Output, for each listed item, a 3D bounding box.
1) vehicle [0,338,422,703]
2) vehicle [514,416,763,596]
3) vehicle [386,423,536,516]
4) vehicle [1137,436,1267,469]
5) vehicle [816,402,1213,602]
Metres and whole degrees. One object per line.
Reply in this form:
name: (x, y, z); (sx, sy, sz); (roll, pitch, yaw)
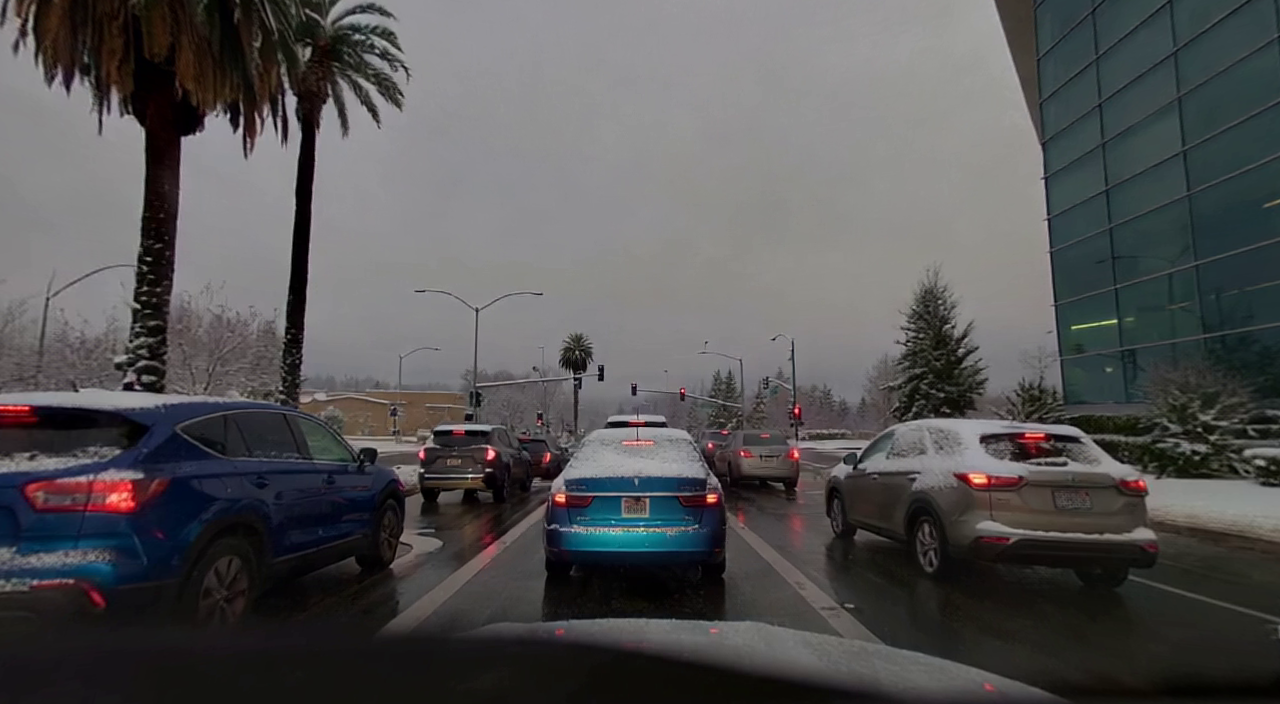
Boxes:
vehicle: (-3.540, 1.135, 5.077); (2.014, 1.775, 4.404); (0, -8, -1)
vehicle: (-0.060, 1.694, 7.855); (2.219, 1.586, 4.321); (0, -8, -1)
vehicle: (-3.479, 2.356, 13.076); (1.917, 1.631, 3.768); (0, -8, 1)
vehicle: (25.445, 4.556, 28.657); (4.014, 1.417, 1.777); (-1, -8, 5)
vehicle: (3.838, 1.615, 7.679); (2.064, 1.696, 4.431); (0, -8, 0)
